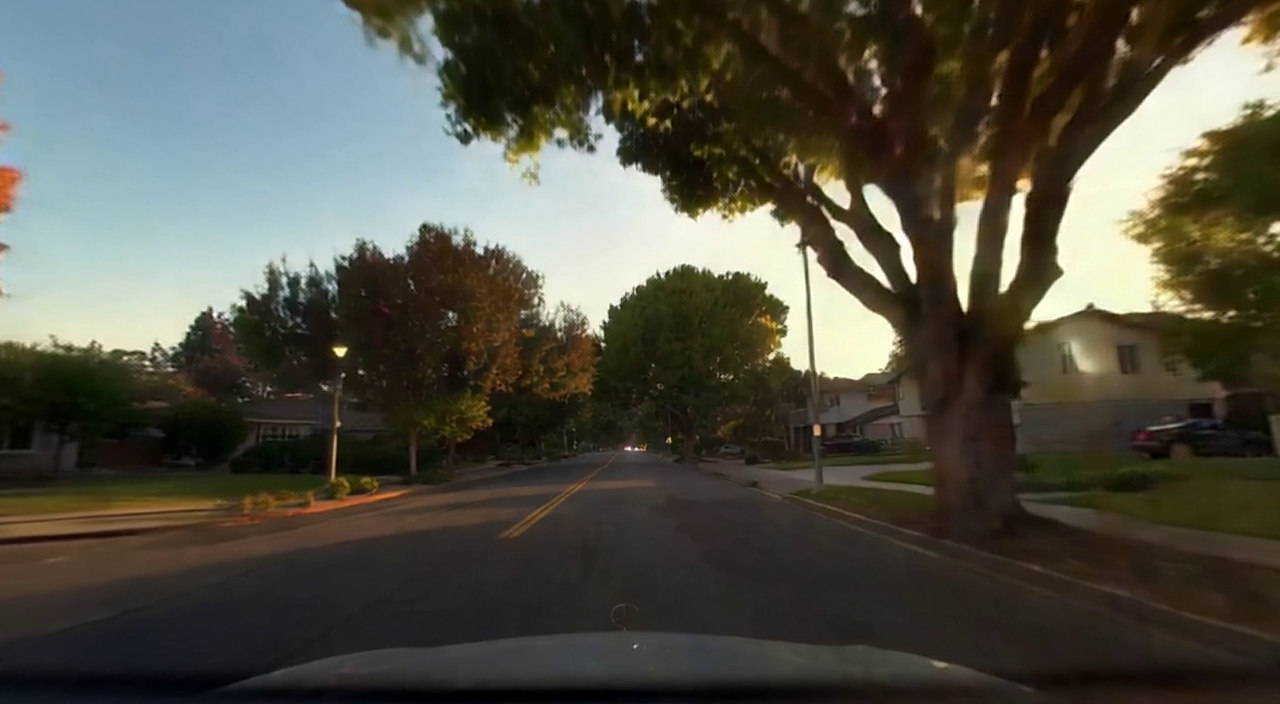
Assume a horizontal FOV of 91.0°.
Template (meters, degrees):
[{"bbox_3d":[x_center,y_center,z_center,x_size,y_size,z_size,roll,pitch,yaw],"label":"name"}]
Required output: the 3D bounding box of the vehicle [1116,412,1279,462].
[{"bbox_3d":[18.863,2.884,21.327,3.730,1.604,2.027,0,-8,1],"label":"vehicle"}]
